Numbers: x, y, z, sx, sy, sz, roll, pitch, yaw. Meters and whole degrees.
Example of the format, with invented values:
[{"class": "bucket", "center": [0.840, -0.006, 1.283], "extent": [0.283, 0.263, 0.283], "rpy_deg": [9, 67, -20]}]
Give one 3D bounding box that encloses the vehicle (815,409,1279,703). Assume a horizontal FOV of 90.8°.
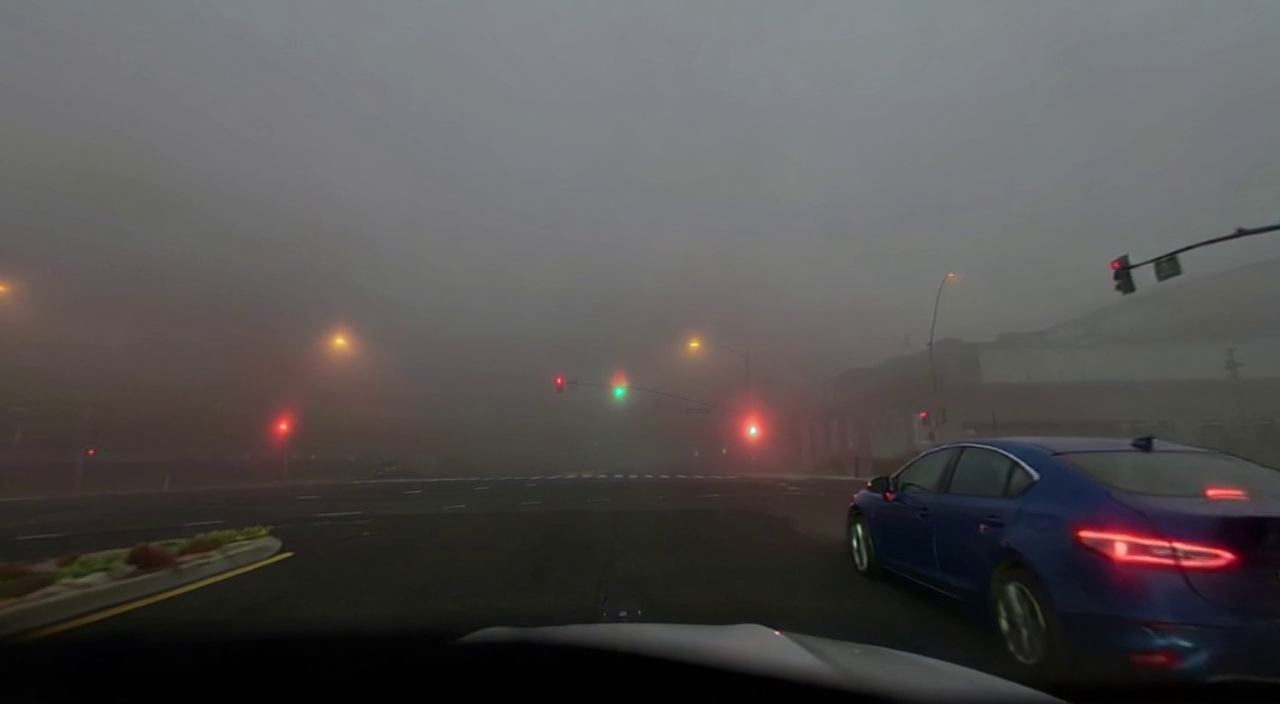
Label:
[{"class": "vehicle", "center": [3.143, 1.356, 4.952], "extent": [2.089, 1.539, 4.767], "rpy_deg": [0, -9, -1]}]
